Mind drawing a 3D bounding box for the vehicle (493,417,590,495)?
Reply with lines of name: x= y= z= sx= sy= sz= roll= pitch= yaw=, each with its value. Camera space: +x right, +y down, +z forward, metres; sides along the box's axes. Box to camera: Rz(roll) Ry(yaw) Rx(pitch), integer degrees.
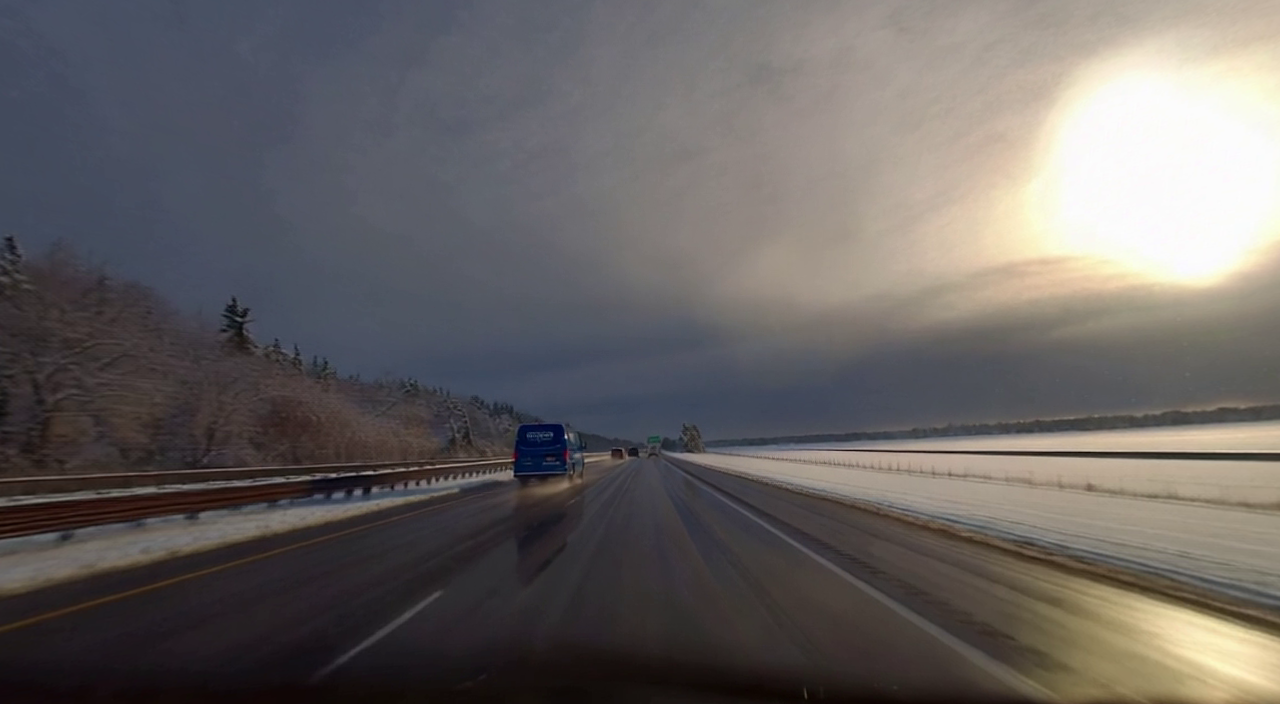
vehicle: x=-3.193 y=3.551 z=21.780 sx=2.360 sy=2.367 sz=5.223 roll=0 pitch=-9 yaw=1
